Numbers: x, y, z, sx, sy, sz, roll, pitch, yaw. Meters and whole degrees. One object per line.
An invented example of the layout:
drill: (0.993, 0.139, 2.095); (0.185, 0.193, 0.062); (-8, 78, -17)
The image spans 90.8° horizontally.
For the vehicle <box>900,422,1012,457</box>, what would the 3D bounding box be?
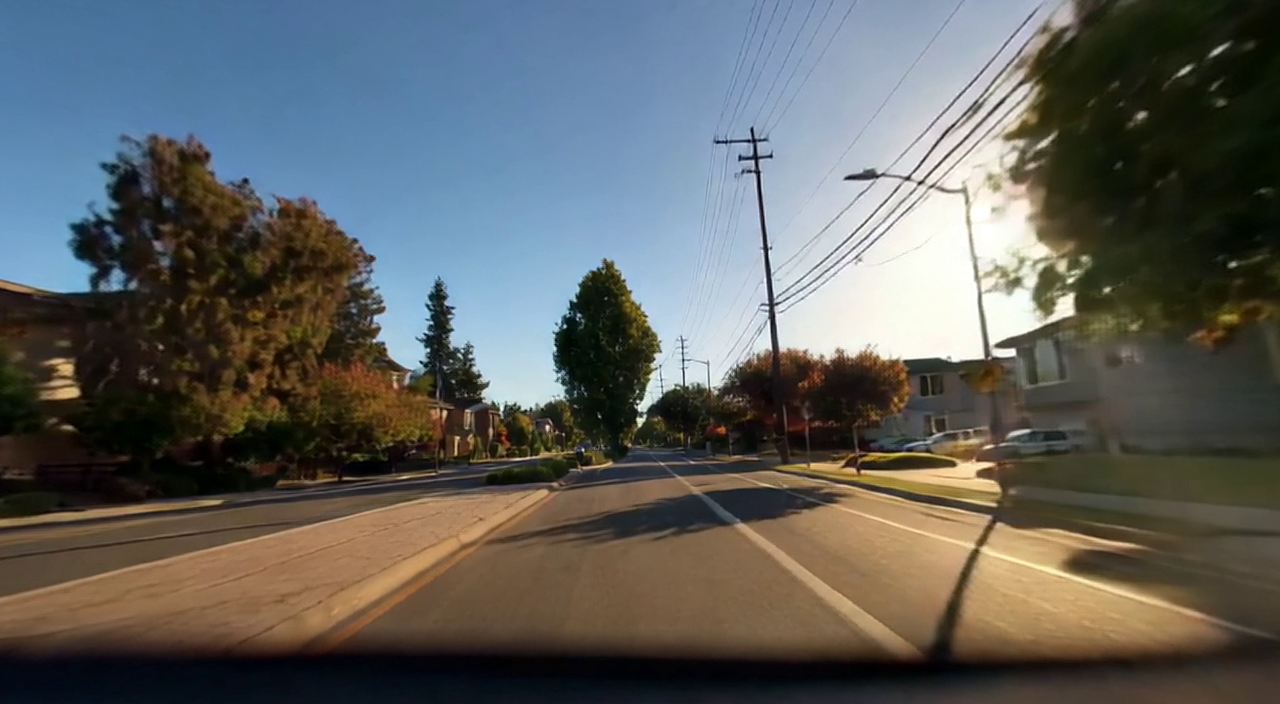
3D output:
vehicle: (16.768, 4.662, 33.727); (4.833, 1.786, 2.136); (0, -8, -1)

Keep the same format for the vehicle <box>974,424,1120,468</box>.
vehicle: (16.751, 3.882, 26.186); (4.560, 1.725, 2.096); (0, -8, -2)
